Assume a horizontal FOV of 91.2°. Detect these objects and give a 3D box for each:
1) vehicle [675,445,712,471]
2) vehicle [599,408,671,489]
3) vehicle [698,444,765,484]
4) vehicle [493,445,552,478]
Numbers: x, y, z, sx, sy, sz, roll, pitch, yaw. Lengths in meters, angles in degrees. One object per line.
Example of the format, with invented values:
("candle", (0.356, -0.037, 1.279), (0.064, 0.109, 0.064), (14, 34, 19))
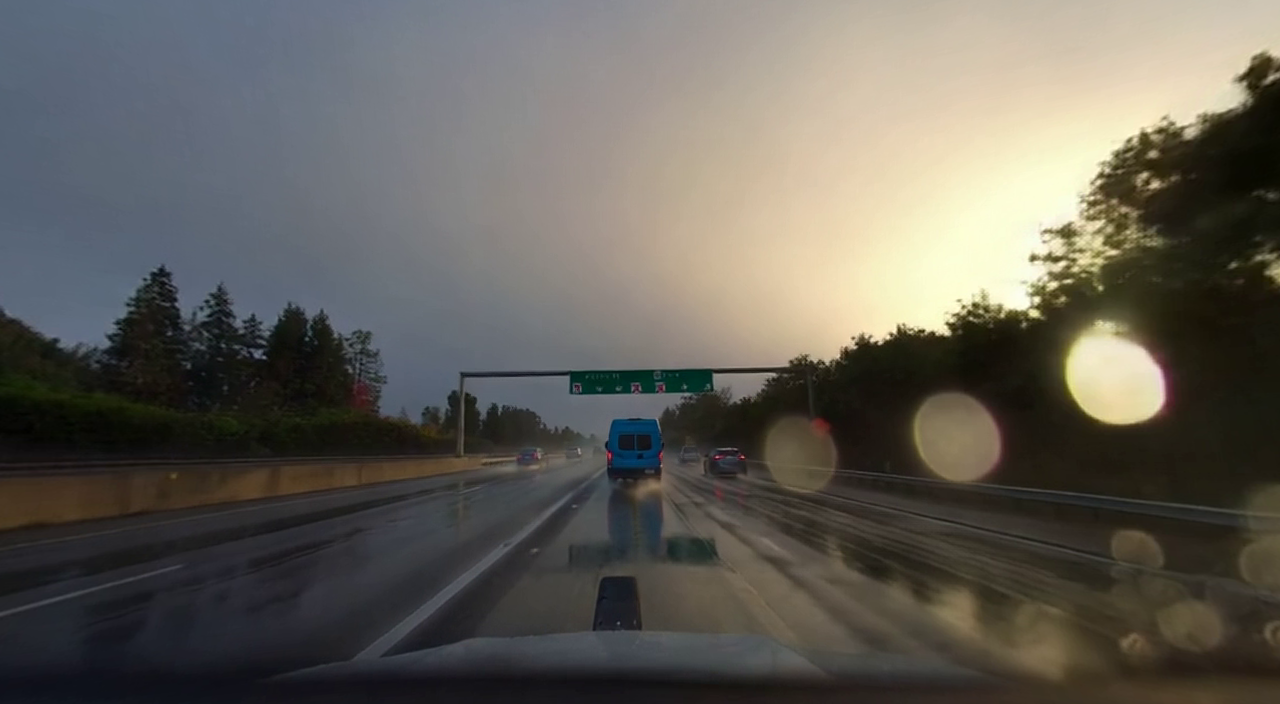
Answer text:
("vehicle", (3.379, 6.801, 40.377), (1.978, 1.510, 4.462), (-1, -9, 1))
("vehicle", (-0.200, 3.476, 22.598), (2.268, 2.551, 5.144), (0, -9, -1))
("vehicle", (3.653, 4.597, 25.986), (2.015, 1.491, 4.732), (0, -9, -1))
("vehicle", (-5.703, 5.374, 30.928), (2.003, 1.498, 4.386), (-1, -9, 1))
